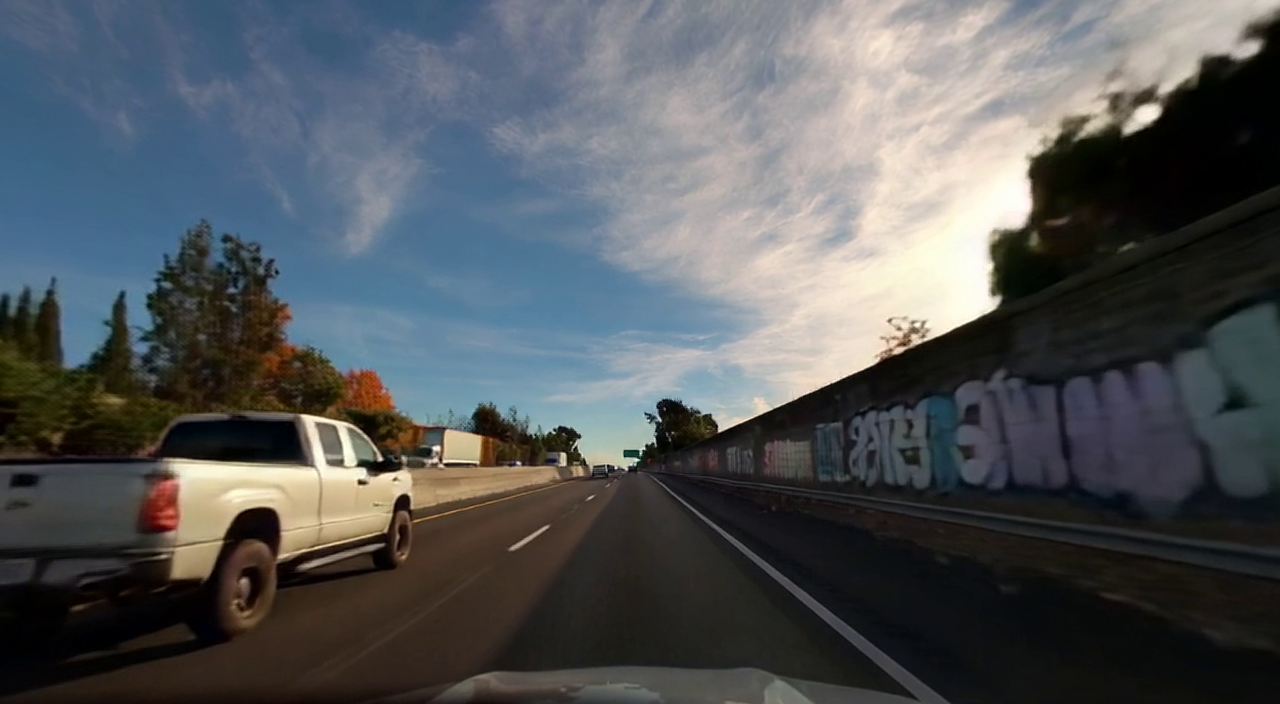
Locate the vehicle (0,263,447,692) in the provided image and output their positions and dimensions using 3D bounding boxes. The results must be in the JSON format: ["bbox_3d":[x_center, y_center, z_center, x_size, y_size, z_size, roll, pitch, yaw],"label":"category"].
[{"bbox_3d":[-4.294,1.191,6.609,2.597,2.434,6.020,1,-10,0],"label":"vehicle"}]
